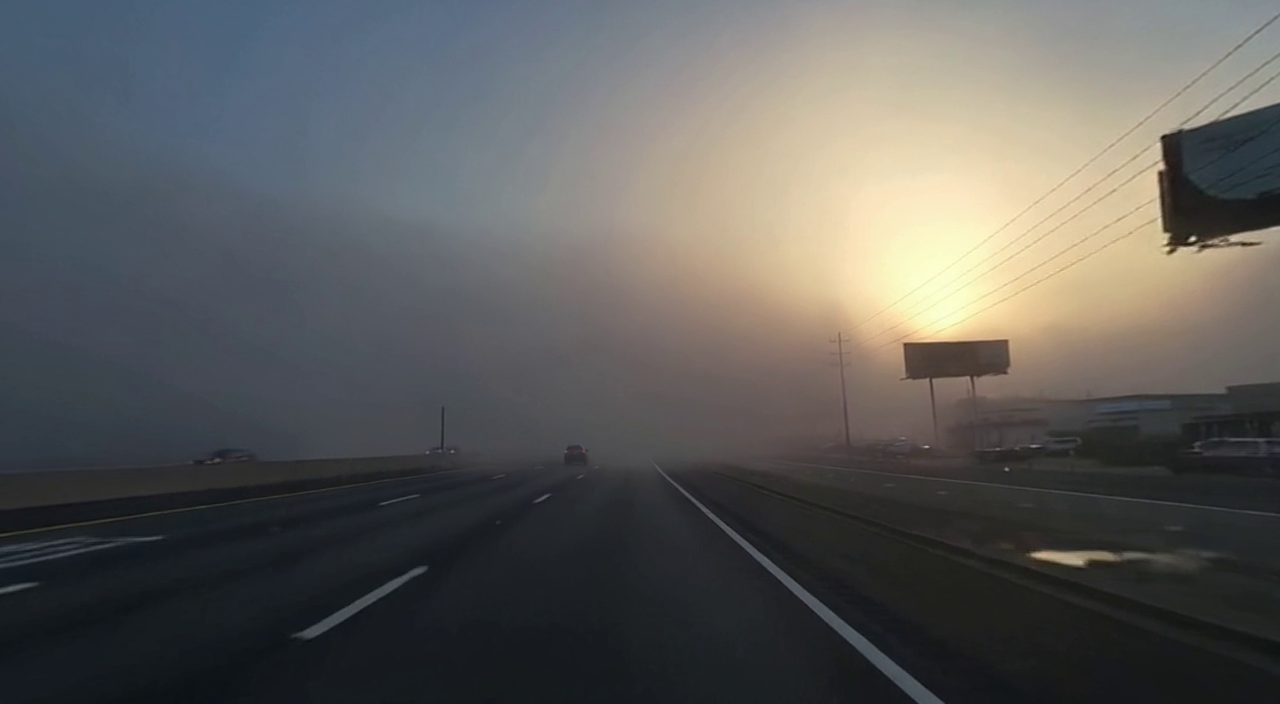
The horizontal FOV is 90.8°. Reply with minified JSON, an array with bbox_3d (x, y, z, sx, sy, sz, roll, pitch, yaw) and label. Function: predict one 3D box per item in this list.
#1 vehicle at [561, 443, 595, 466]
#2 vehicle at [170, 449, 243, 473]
[{"bbox_3d":[-4.256,7.143,44.127,1.940,1.479,4.545,0,-9,0],"label":"vehicle"},{"bbox_3d":[-29.173,7.331,42.728,1.858,1.472,4.338,0,-9,0],"label":"vehicle"}]
